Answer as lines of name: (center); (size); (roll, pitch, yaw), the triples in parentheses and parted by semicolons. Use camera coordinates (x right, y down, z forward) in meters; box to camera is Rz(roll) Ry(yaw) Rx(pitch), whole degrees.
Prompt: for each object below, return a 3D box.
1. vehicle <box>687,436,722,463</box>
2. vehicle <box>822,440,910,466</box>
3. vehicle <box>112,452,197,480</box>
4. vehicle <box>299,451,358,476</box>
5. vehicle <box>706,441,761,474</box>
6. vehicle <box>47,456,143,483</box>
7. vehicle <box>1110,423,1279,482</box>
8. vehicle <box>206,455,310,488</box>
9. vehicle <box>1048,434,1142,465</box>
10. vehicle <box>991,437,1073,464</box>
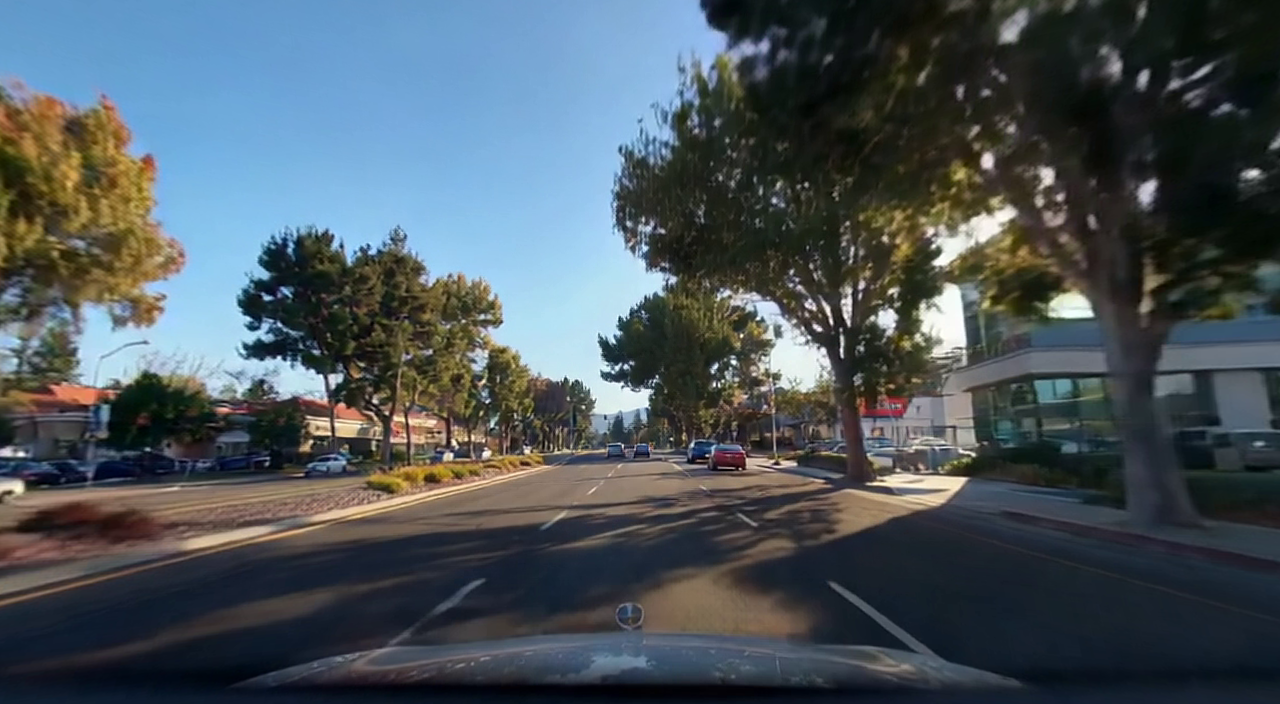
vehicle: (4.907, 7.529, 48.737); (2.140, 1.921, 4.431); (0, -9, -1)
vehicle: (14.657, 6.563, 41.088); (4.909, 1.463, 1.924); (-2, -9, 1)
vehicle: (-31.082, 7.283, 40.555); (1.904, 1.639, 4.317); (0, -9, 2)
vehicle: (-22.016, 7.869, 44.733); (1.997, 1.637, 4.386); (-1, -9, -1)
vehicle: (4.427, 5.082, 30.545); (1.916, 1.459, 4.335); (0, -9, -1)
vehicle: (-34.173, 7.339, 39.742); (1.941, 1.492, 4.706); (-2, -9, -1)
vehicle: (21.175, 3.807, 24.033); (2.124, 1.920, 5.946); (0, -9, 3)
vehicle: (-19.742, 6.180, 32.847); (1.822, 1.479, 4.692); (-2, -9, 12)
vehicle: (27.371, 5.890, 37.997); (4.107, 1.633, 1.974); (-2, -8, -5)
vehicle: (26.809, 6.755, 43.215); (4.147, 1.545, 2.108); (-3, -9, -4)
